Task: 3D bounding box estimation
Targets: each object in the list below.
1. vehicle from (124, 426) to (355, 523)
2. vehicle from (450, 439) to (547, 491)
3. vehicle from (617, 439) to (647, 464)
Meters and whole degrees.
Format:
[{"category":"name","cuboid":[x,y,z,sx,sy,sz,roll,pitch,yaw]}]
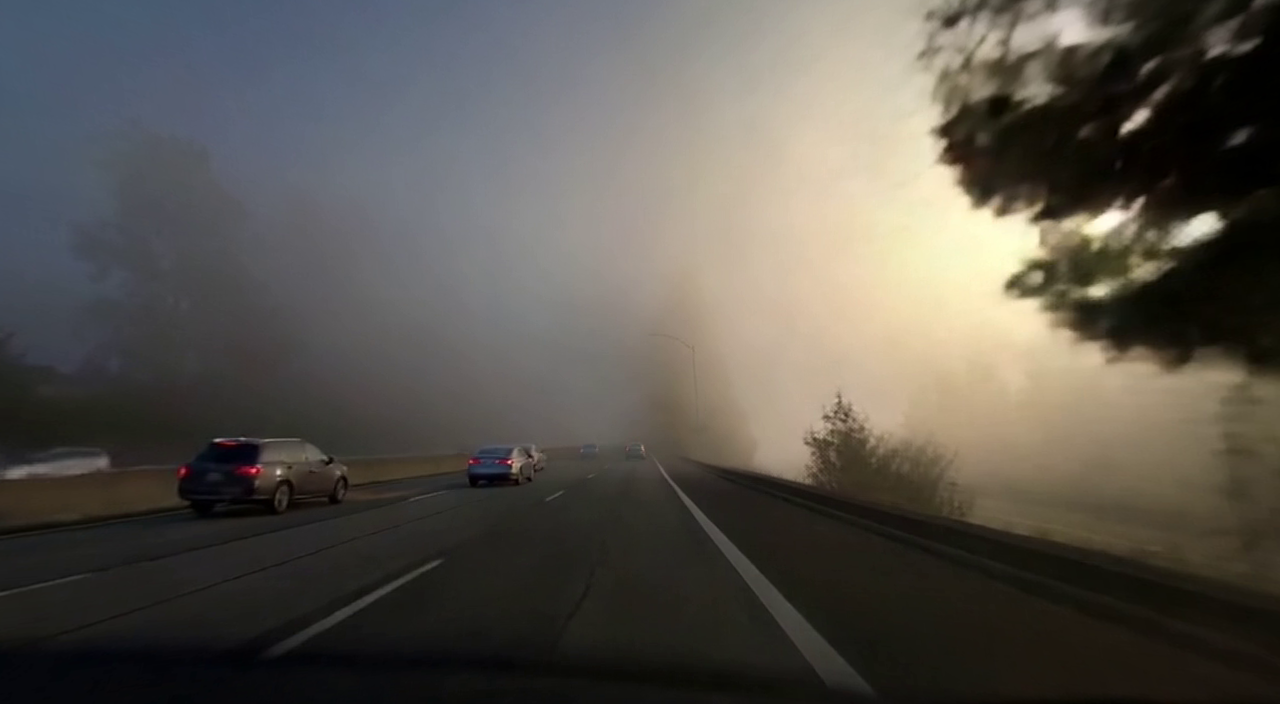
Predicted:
[{"category":"vehicle","cuboid":[-8.620,2.657,14.280,2.091,1.795,4.617,-1,-8,1]},{"category":"vehicle","cuboid":[-4.732,3.833,21.911,2.102,1.562,4.884,-1,-8,2]},{"category":"vehicle","cuboid":[-0.580,7.340,46.916,2.179,1.742,4.396,0,-8,0]}]
